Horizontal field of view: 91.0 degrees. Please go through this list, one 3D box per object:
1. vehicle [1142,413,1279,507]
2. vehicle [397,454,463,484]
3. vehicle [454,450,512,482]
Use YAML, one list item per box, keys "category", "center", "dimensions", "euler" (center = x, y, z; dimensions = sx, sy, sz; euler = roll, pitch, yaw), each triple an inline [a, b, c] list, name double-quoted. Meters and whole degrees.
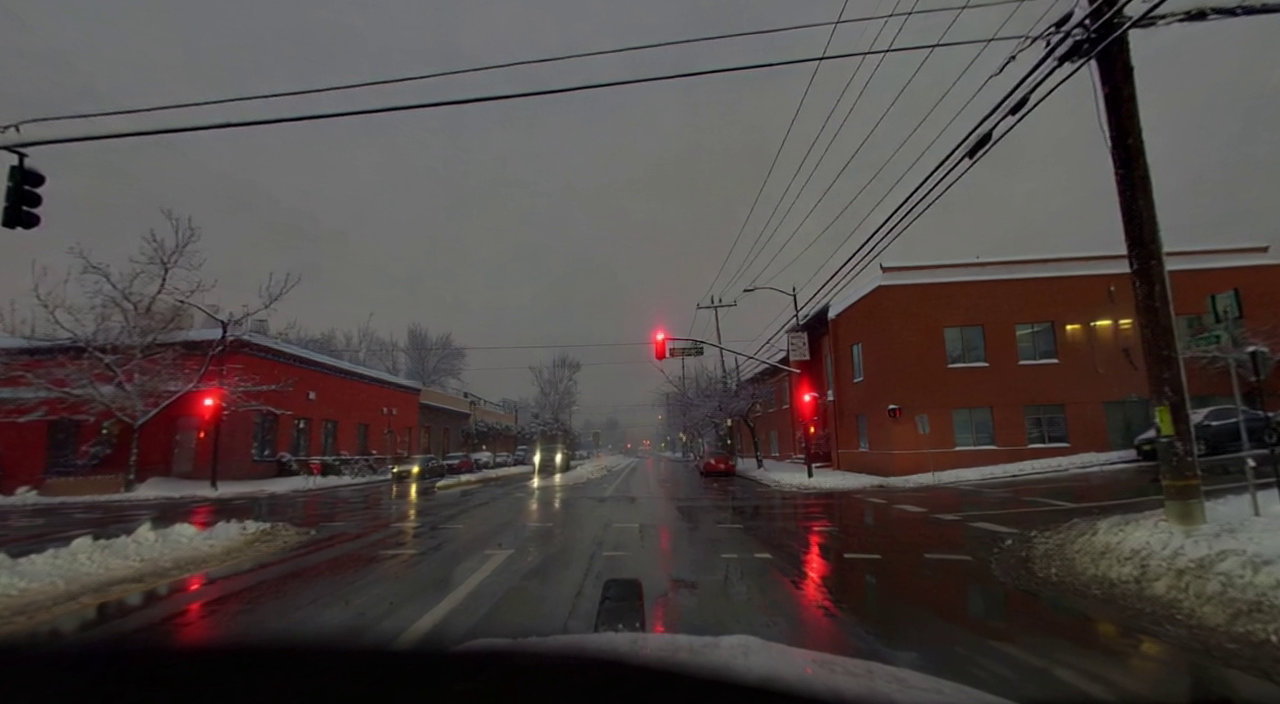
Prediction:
- category: "vehicle"
  center: [12.745, 2.173, 12.826]
  dimensions: [3.234, 1.746, 1.941]
  euler: [-1, -9, 1]
- category: "vehicle"
  center: [-12.000, 6.693, 36.298]
  dimensions: [1.943, 1.574, 4.727]
  euler: [0, -9, 3]
- category: "vehicle"
  center: [-8.702, 6.313, 35.216]
  dimensions: [2.020, 1.672, 3.842]
  euler: [0, -9, 3]
